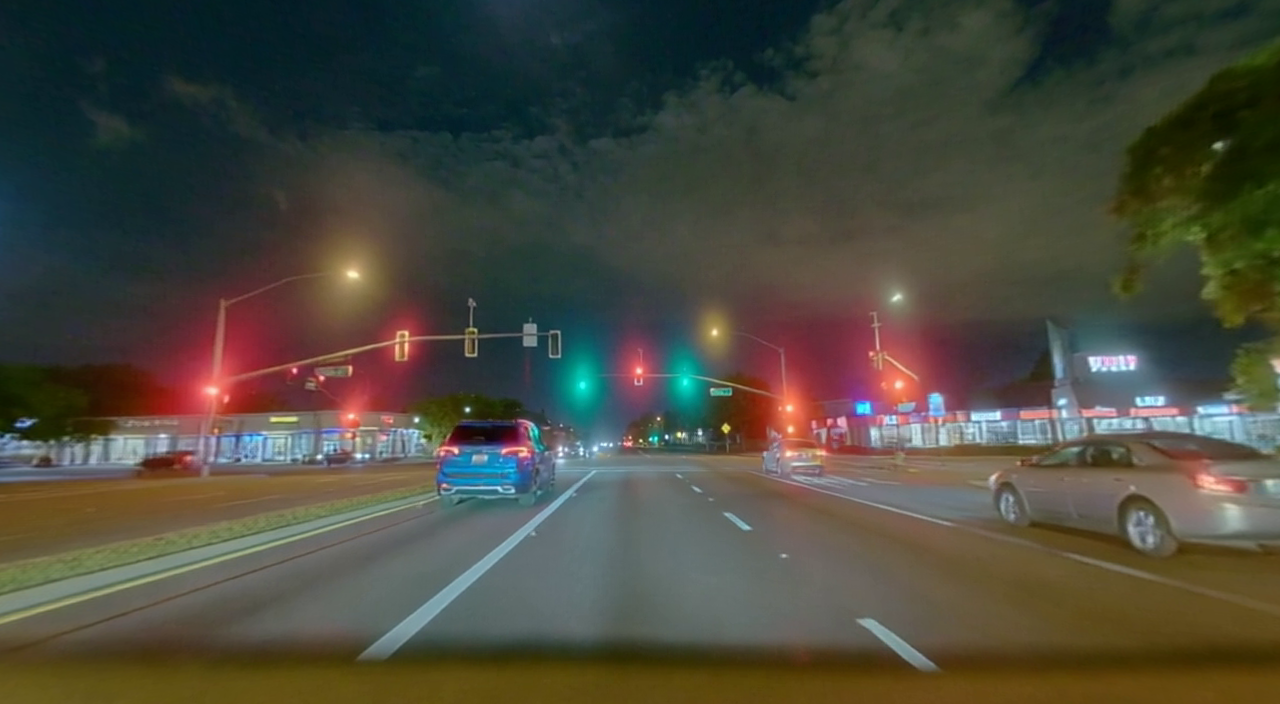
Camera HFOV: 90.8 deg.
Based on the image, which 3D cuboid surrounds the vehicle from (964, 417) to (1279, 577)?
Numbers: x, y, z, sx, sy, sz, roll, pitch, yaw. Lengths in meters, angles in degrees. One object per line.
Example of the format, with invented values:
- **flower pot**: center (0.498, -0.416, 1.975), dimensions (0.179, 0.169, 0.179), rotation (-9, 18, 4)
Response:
- **vehicle**: center (6.753, 1.760, 8.635), dimensions (2.014, 1.539, 4.852), rotation (0, -8, -1)

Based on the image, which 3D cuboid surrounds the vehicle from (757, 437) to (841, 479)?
- **vehicle**: center (6.138, 4.146, 25.034), dimensions (1.972, 1.476, 4.775), rotation (0, -8, -2)

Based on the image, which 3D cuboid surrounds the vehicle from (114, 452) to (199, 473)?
- **vehicle**: center (-35.882, 8.192, 46.969), dimensions (4.733, 1.500, 1.814), rotation (0, -8, -1)

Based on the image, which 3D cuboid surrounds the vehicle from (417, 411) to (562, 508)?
- **vehicle**: center (-3.289, 2.500, 15.094), dimensions (2.313, 1.883, 5.016), rotation (0, -8, -1)
